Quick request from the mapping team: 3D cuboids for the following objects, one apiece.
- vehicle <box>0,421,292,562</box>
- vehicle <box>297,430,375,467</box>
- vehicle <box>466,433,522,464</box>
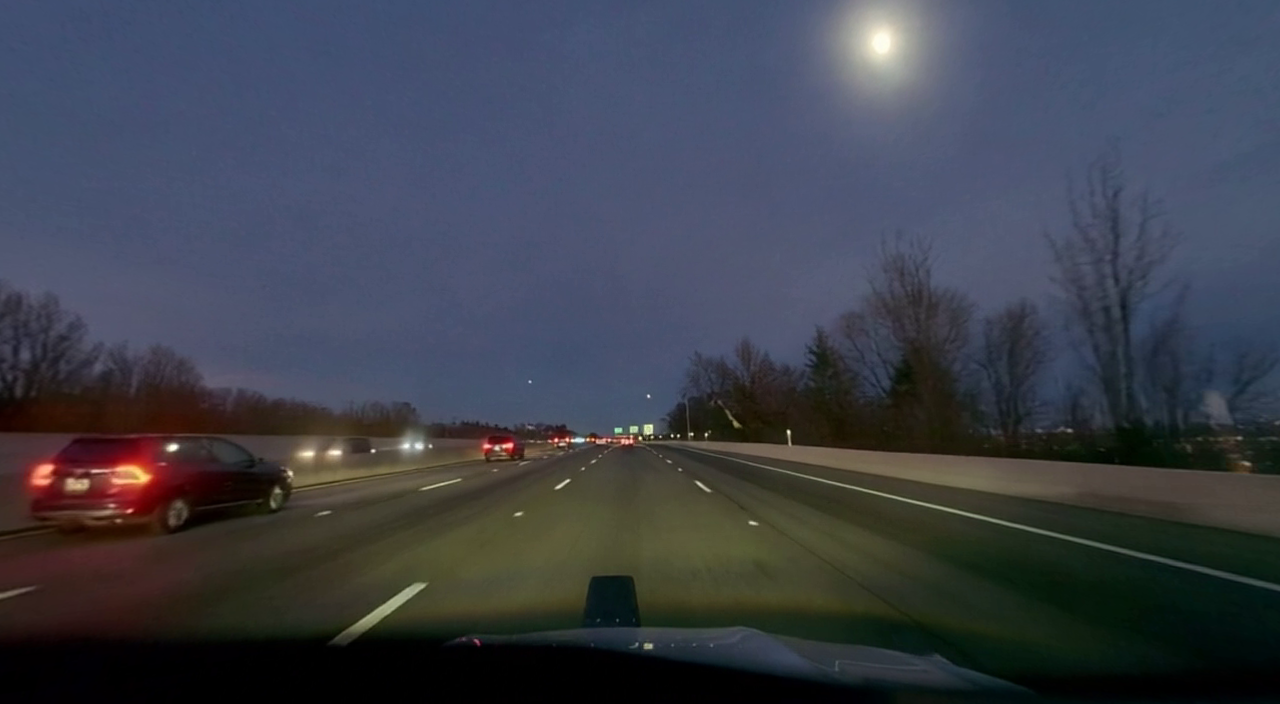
[{"bbox_3d":[-7.457,1.839,9.248,2.003,1.523,4.741,0,-8,-1],"label":"vehicle"},{"bbox_3d":[-16.470,5.215,34.339,1.939,1.878,4.695,0,-8,-1],"label":"vehicle"},{"bbox_3d":[-7.637,5.072,33.221,1.972,1.532,4.222,0,-8,-1],"label":"vehicle"}]
